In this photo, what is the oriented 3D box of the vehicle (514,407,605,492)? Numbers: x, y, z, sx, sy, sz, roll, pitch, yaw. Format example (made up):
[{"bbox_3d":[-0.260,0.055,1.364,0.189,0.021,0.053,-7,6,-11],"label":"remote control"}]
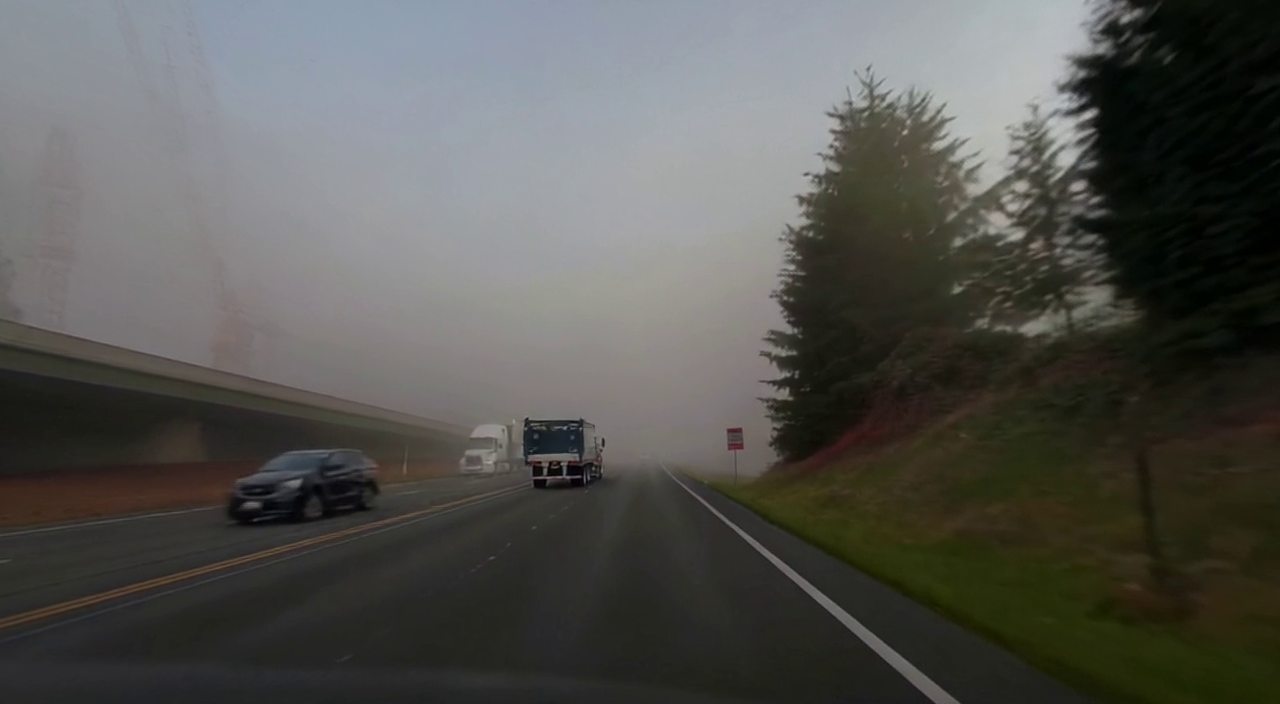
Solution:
[{"bbox_3d":[-2.813,3.723,23.995,2.565,2.771,6.641,0,-9,0],"label":"vehicle"}]

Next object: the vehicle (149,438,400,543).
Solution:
[{"bbox_3d":[-6.481,2.491,11.919,2.136,1.596,4.195,0,-9,1],"label":"vehicle"}]
